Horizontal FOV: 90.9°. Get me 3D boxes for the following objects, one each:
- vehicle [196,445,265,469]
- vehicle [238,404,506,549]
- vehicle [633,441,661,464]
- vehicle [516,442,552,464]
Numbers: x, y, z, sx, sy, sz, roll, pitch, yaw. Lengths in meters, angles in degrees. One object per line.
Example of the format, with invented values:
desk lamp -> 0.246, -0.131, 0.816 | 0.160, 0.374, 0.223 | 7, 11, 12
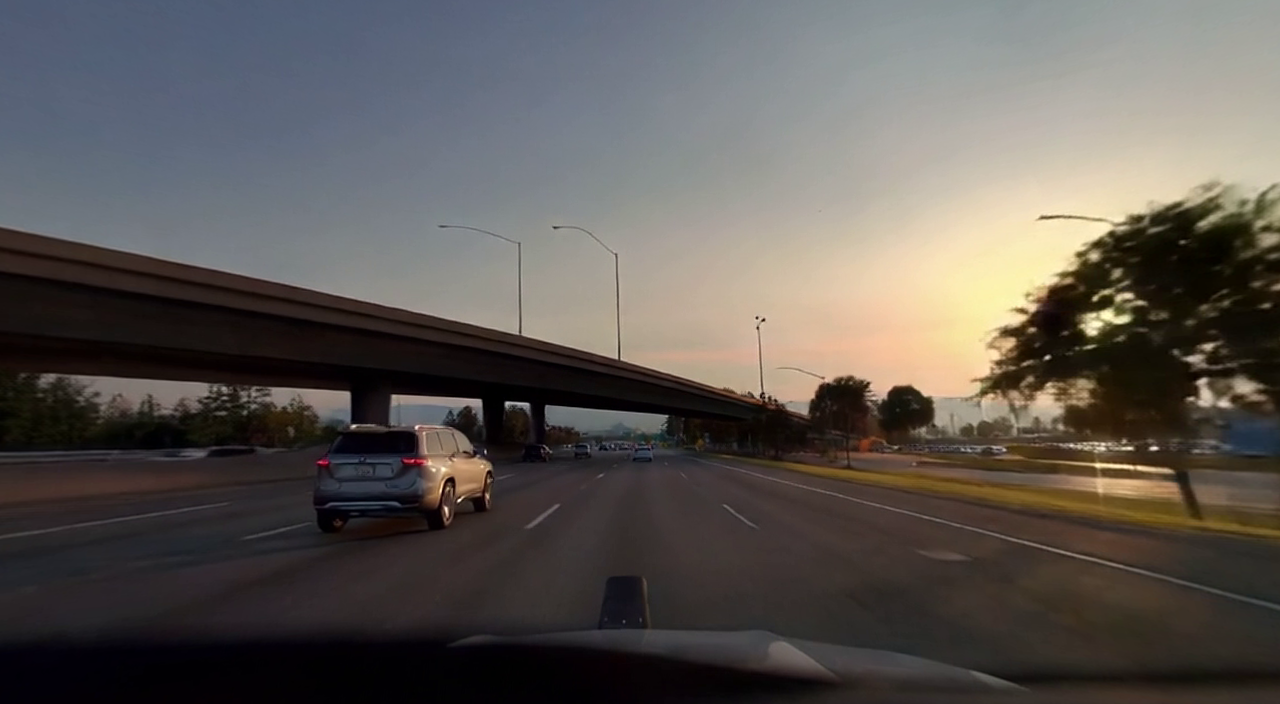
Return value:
vehicle -> -25.638, 6.582, 39.642 | 1.806, 1.440, 3.790 | 0, -9, 0
vehicle -> -3.775, 1.864, 10.022 | 2.214, 1.759, 4.435 | 0, -9, 1
vehicle -> 0.499, 7.525, 47.347 | 2.023, 1.589, 4.030 | 0, -9, 0
vehicle -> -7.757, 7.451, 46.512 | 1.871, 1.542, 4.371 | 0, -9, 0
